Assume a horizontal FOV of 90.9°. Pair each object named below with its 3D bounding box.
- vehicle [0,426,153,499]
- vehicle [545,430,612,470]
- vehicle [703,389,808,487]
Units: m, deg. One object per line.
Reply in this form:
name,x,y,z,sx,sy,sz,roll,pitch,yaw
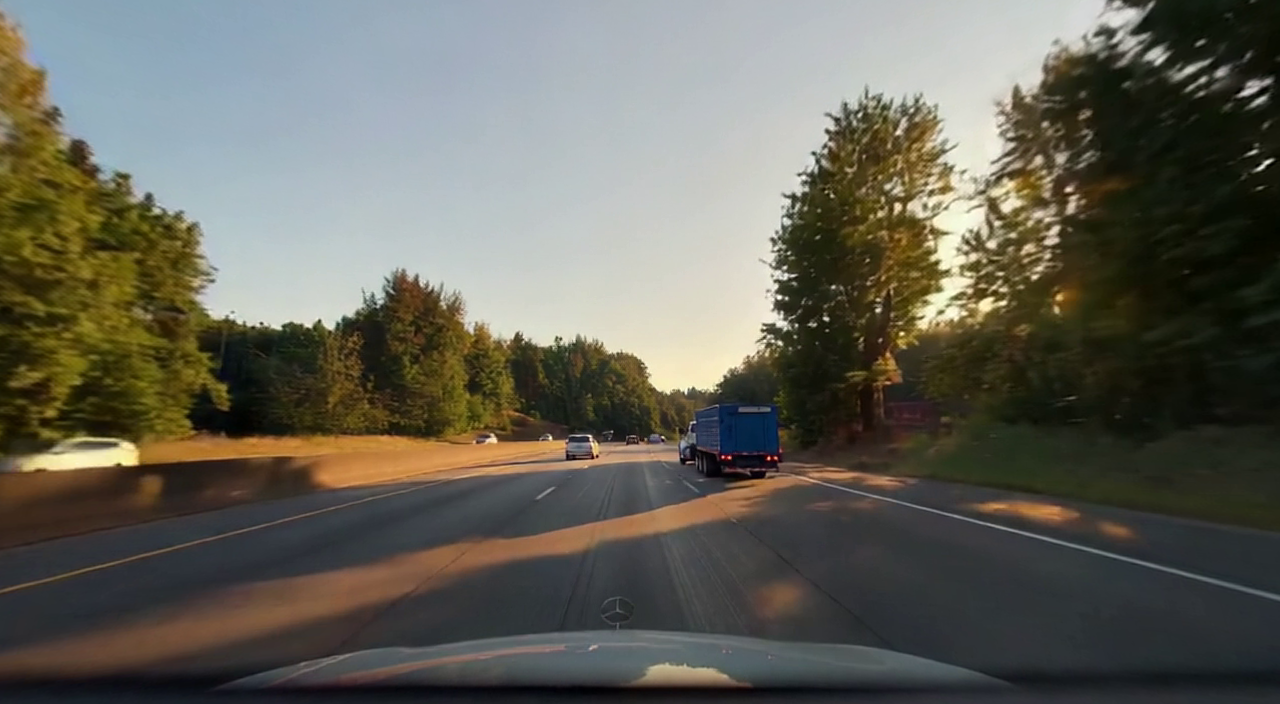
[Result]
vehicle,-14.717,2.654,15.663,1.880,1.549,4.172,0,-8,0
vehicle,-2.470,4.075,26.483,2.195,1.529,4.572,0,-8,2
vehicle,3.254,2.527,18.705,2.256,2.568,4.049,0,-8,-1
